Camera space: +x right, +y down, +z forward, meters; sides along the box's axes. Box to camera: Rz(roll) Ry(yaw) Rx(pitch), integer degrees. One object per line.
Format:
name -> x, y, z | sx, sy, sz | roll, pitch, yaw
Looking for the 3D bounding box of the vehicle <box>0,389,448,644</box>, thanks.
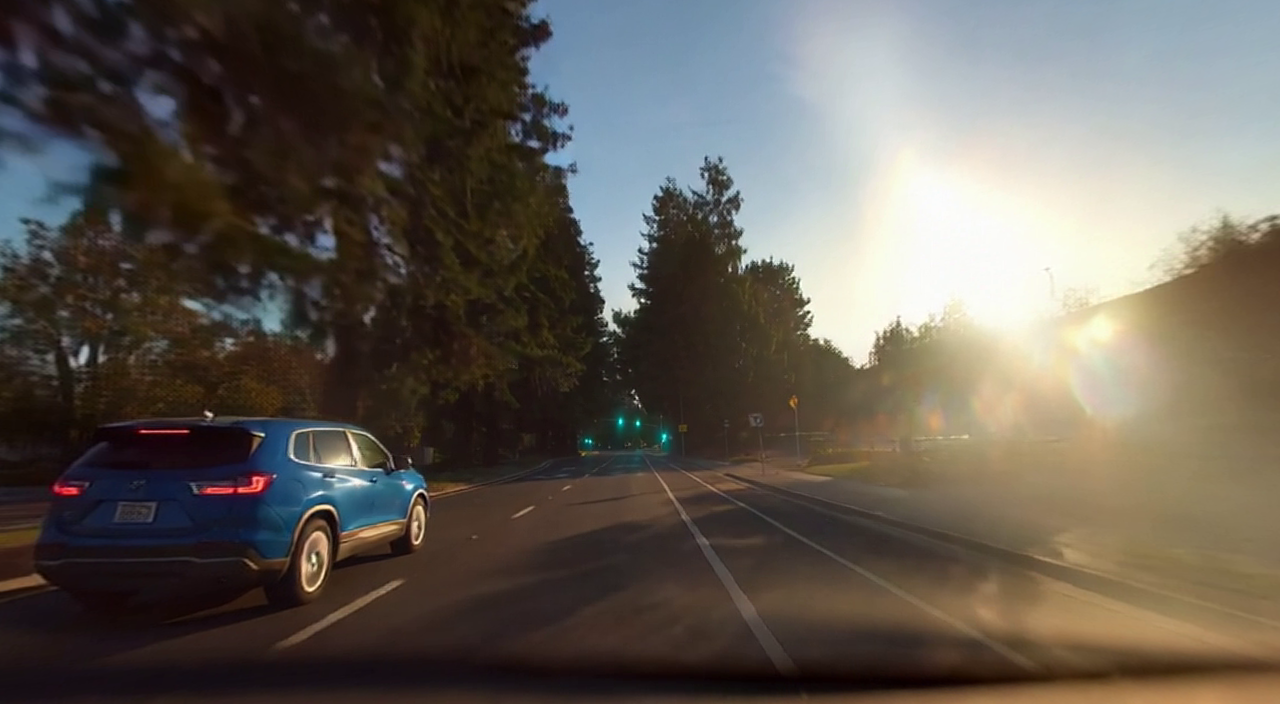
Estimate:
vehicle -> -3.759, 1.448, 6.558 | 2.121, 1.724, 4.392 | 0, -9, 0
